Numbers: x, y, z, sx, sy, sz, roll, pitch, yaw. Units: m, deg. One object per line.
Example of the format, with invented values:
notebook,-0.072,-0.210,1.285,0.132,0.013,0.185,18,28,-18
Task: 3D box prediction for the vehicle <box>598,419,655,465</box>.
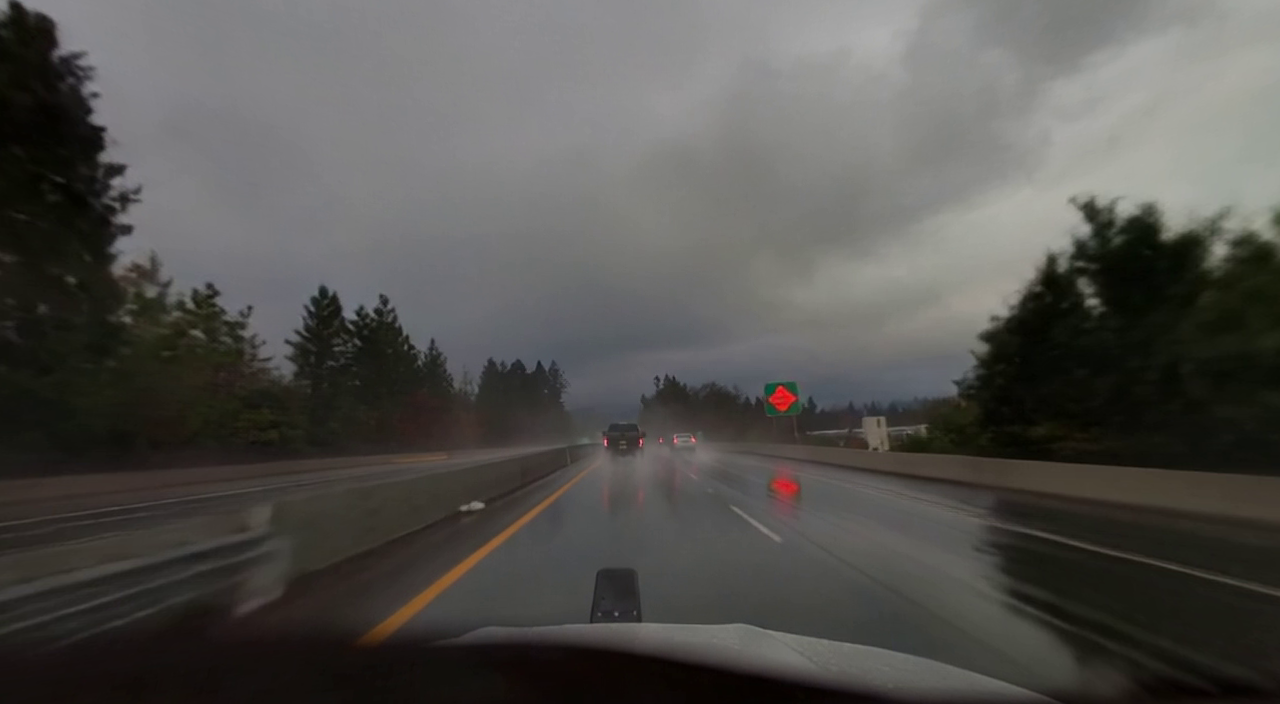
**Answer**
vehicle,-0.624,4.305,30.192,2.503,2.044,4.633,0,-8,-1
